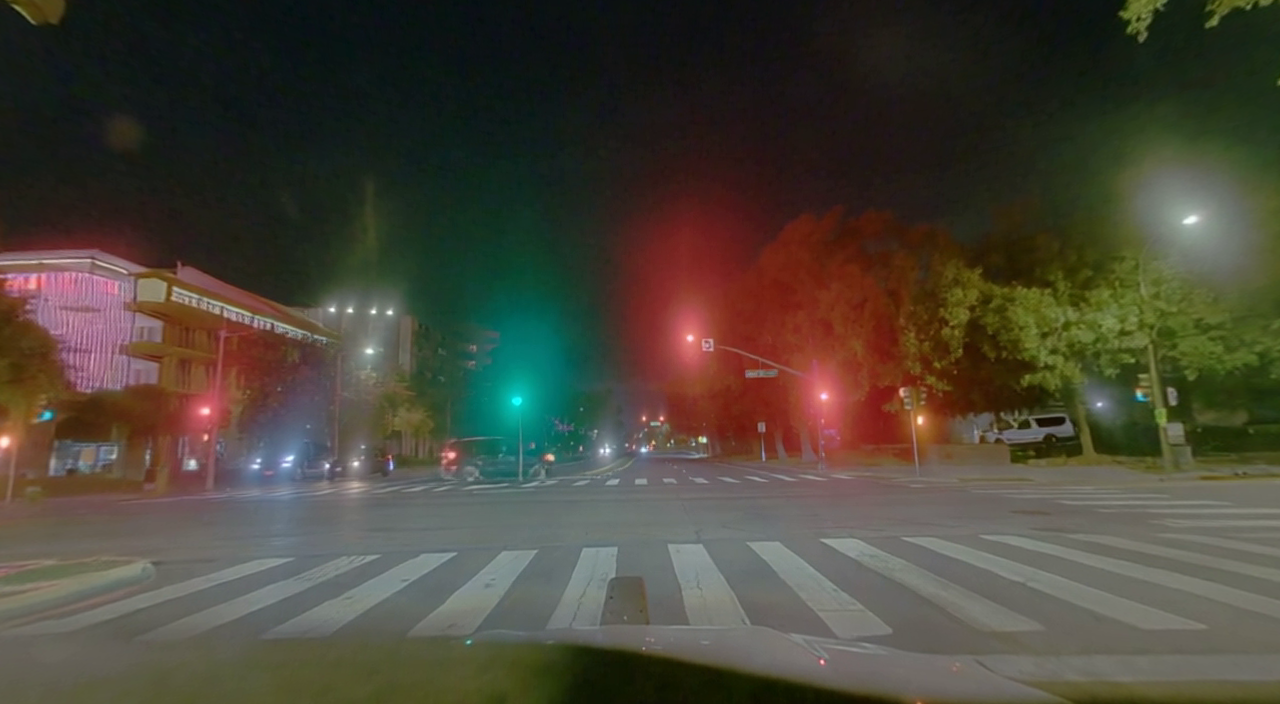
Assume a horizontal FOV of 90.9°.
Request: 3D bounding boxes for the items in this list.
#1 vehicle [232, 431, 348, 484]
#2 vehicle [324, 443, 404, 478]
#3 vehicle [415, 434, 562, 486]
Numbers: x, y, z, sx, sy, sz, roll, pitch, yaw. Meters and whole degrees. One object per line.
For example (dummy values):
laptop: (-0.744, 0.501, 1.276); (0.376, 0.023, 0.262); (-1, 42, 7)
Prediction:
vehicle: (-18.600, 5.626, 33.988); (2.557, 2.580, 5.856); (-1, -8, 4)
vehicle: (-14.853, 5.835, 34.248); (2.169, 1.753, 4.640); (0, -8, 1)
vehicle: (-5.292, 3.788, 22.461); (4.569, 1.658, 2.153); (7, -11, -42)
